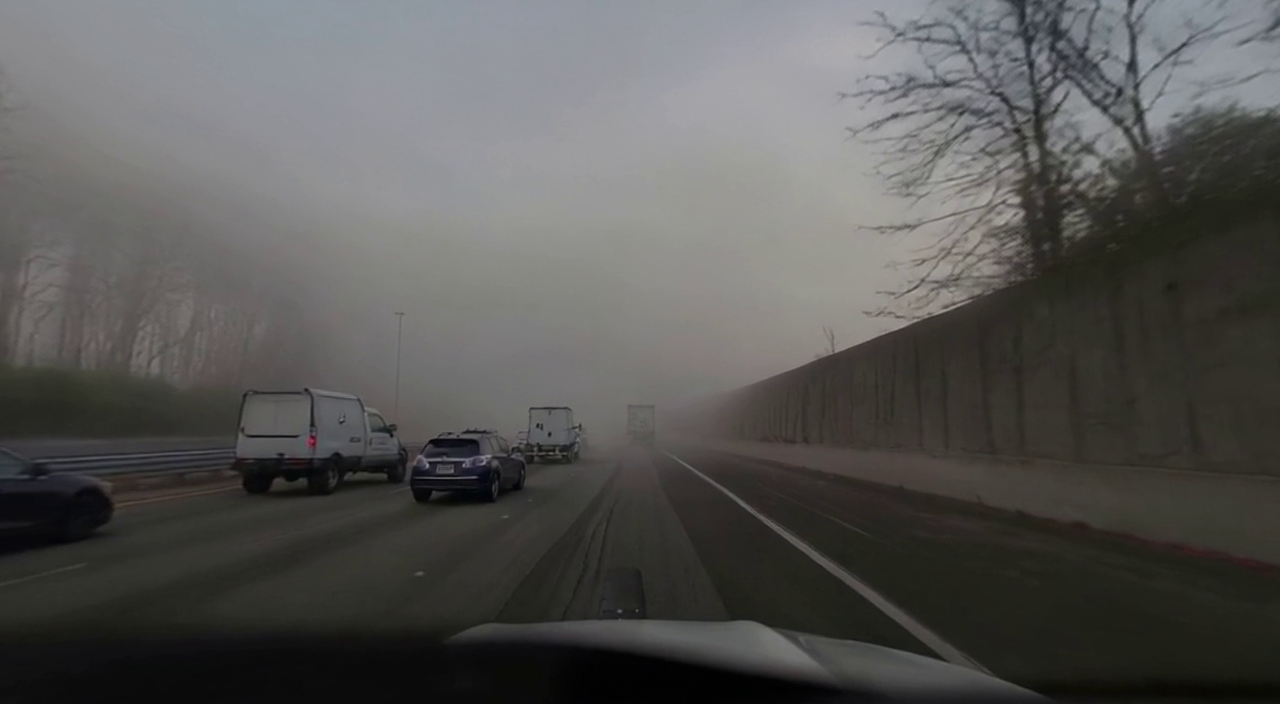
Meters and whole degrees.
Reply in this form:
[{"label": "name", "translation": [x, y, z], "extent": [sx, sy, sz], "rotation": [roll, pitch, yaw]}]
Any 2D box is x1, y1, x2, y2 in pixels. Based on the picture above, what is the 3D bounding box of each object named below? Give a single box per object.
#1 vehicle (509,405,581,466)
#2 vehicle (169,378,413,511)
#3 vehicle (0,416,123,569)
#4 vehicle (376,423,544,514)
[{"label": "vehicle", "translation": [-4.185, 3.806, 28.678], "extent": [2.427, 2.514, 5.159], "rotation": [0, -8, 0]}, {"label": "vehicle", "translation": [-7.488, 2.084, 14.556], "extent": [2.386, 2.435, 5.831], "rotation": [0, -8, -1]}, {"label": "vehicle", "translation": [-7.497, 1.357, 5.857], "extent": [1.957, 1.545, 3.971], "rotation": [0, -8, 0]}, {"label": "vehicle", "translation": [-3.299, 2.207, 12.516], "extent": [2.089, 1.485, 4.153], "rotation": [0, -8, 0]}]
